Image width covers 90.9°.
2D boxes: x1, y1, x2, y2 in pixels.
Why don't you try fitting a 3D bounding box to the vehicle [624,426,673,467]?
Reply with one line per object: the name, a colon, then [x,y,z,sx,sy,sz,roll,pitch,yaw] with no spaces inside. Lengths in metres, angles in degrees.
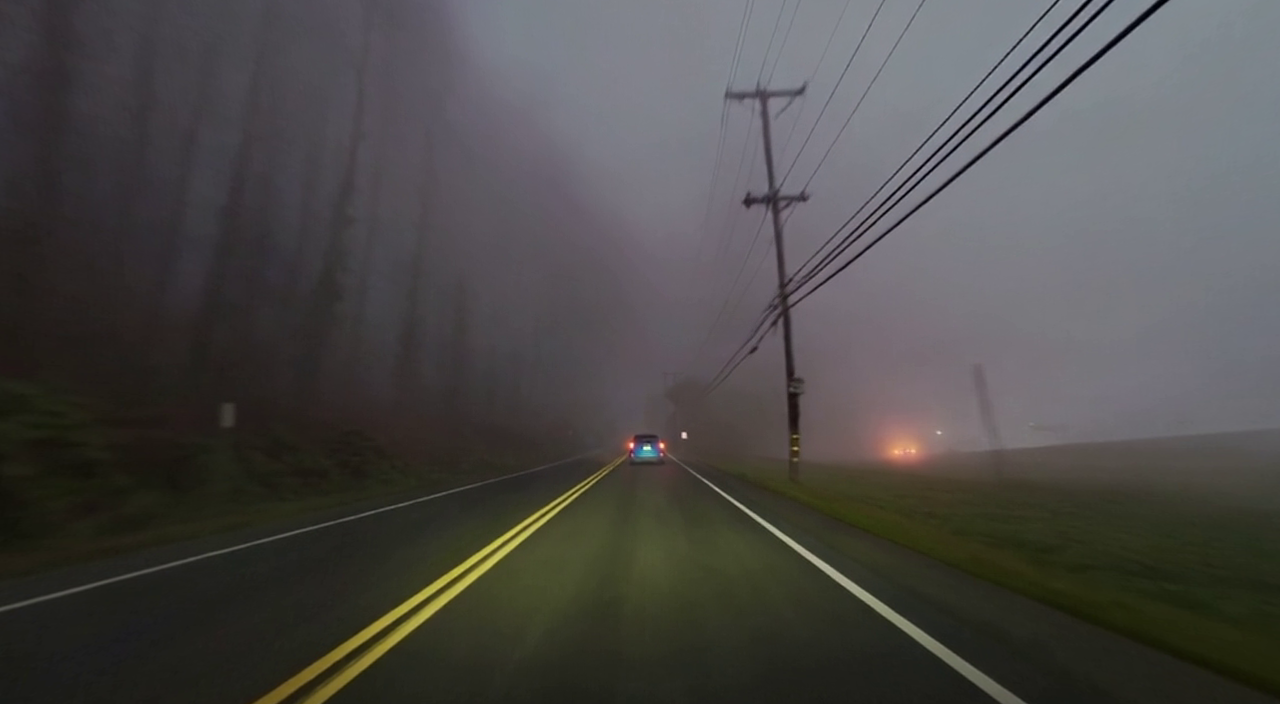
vehicle: [0.435,5.052,33.863,2.468,2.056,4.422,0,-8,0]
